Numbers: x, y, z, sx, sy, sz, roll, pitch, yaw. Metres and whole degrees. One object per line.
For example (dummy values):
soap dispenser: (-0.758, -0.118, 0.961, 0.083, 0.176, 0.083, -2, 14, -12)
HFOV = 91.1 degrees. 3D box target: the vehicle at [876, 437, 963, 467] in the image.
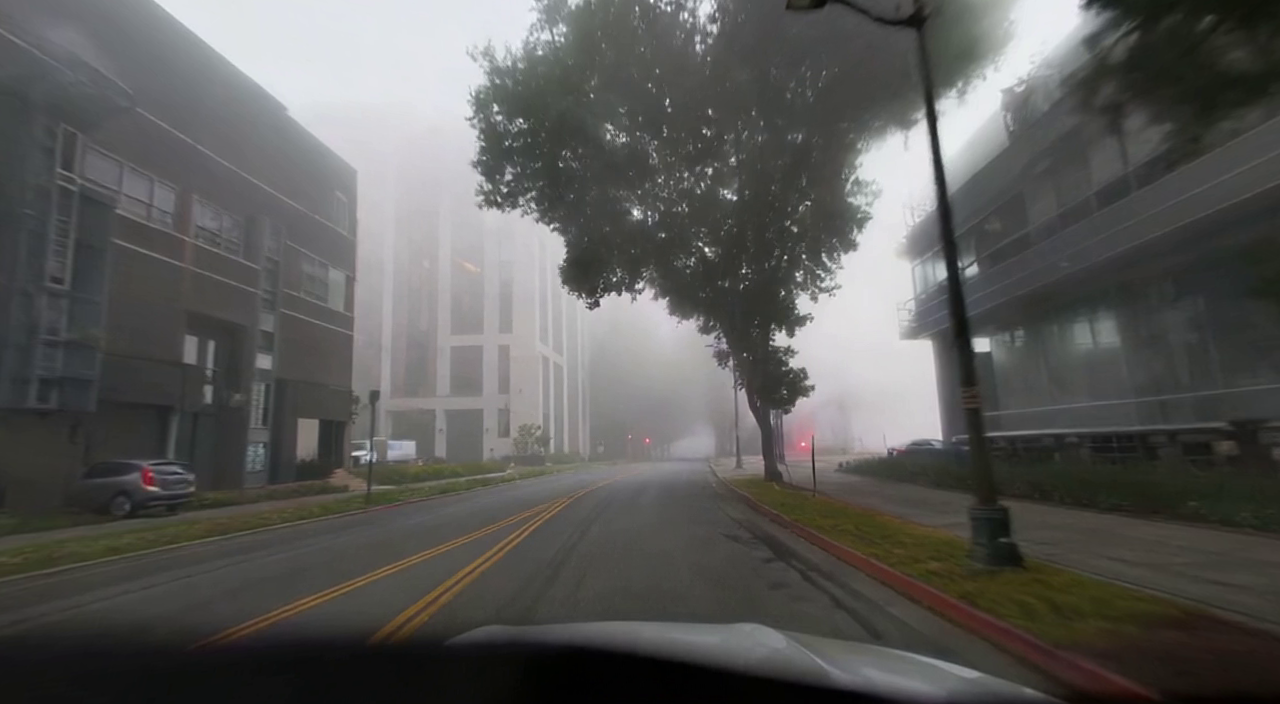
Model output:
vehicle: (15.679, 5.671, 35.462, 3.997, 1.579, 1.799, -2, -11, 4)

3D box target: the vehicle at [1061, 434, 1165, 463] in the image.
vehicle: (27.324, 5.607, 36.457, 4.307, 1.544, 1.949, -2, -9, 8)

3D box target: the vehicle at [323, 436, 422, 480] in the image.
vehicle: (-18.836, 7.447, 44.717, 2.166, 2.698, 7.006, -8, -10, 21)

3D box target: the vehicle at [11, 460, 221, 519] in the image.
vehicle: (-14.495, 3.804, 17.547, 4.330, 1.463, 1.832, -1, -9, 4)

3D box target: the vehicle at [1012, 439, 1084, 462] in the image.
vehicle: (27.801, 6.771, 42.912, 3.531, 1.414, 1.906, -2, -11, 7)
